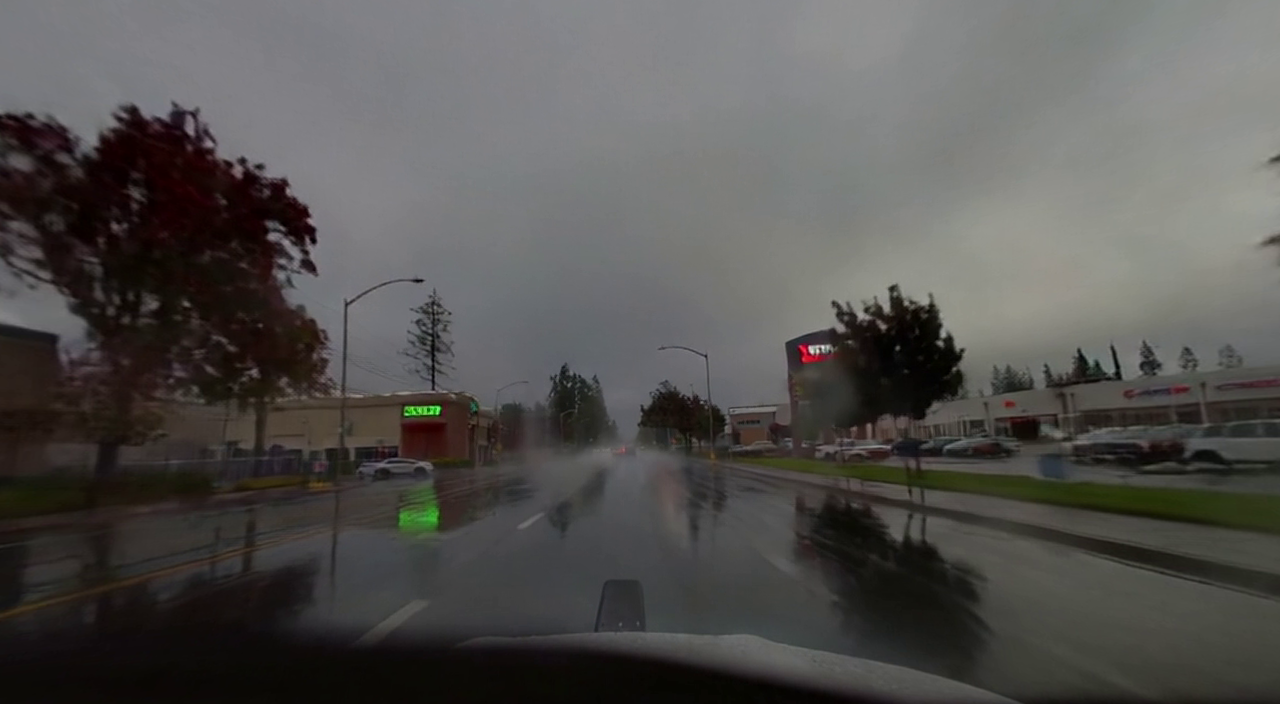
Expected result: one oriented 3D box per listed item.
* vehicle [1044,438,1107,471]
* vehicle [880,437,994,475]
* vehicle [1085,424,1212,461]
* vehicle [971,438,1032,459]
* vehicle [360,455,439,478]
[{"bbox_3d":[21.163,4.978,30.869,1.901,1.461,4.482,-5,-9,27],"label":"vehicle"},{"bbox_3d":[15.969,5.618,34.188,4.914,1.540,2.200,-6,-8,1],"label":"vehicle"},{"bbox_3d":[28.190,5.058,35.373,2.194,1.889,5.745,0,-8,-1],"label":"vehicle"},{"bbox_3d":[26.554,7.086,46.601,1.867,1.434,4.485,0,-8,0],"label":"vehicle"},{"bbox_3d":[-17.067,8.158,45.005,4.752,1.523,2.123,0,-8,-2],"label":"vehicle"}]
